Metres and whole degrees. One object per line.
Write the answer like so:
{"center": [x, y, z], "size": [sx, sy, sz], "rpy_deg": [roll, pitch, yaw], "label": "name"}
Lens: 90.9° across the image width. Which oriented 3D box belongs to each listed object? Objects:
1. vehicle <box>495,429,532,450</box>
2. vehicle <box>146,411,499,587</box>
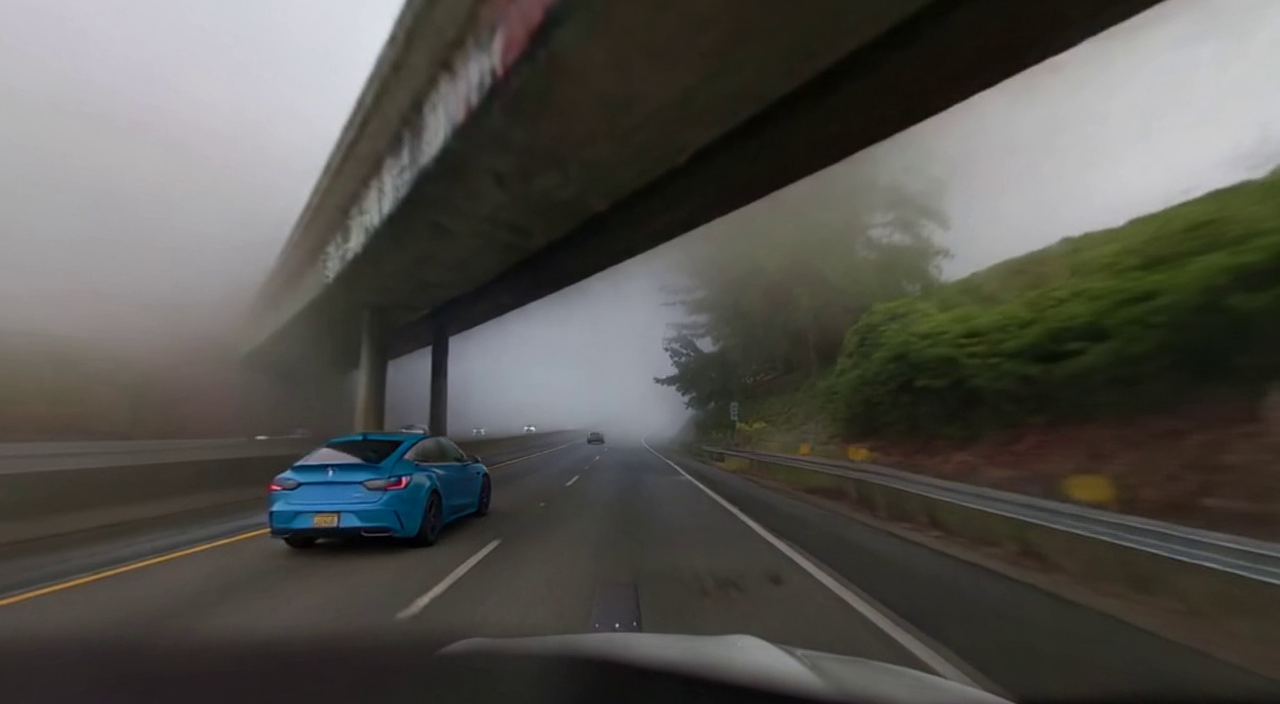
{"center": [-9.381, 6.527, 47.049], "size": [2.016, 1.432, 3.691], "rpy_deg": [0, -8, 0], "label": "vehicle"}
{"center": [-3.345, 1.614, 7.951], "size": [2.108, 1.555, 4.574], "rpy_deg": [0, -8, -1], "label": "vehicle"}
